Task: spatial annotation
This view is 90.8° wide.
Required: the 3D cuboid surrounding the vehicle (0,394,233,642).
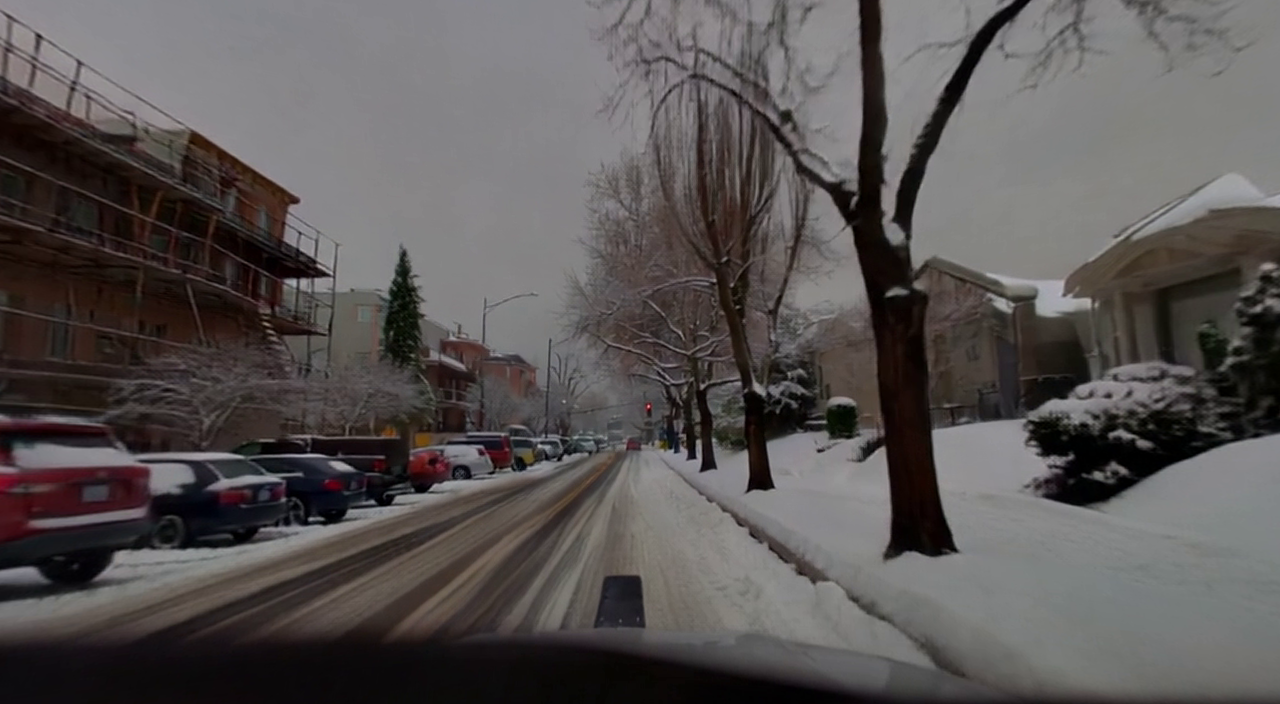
[{"bbox_3d":[-7.444,1.530,6.460,4.981,1.975,2.296,-1,-9,4],"label":"vehicle"}]
